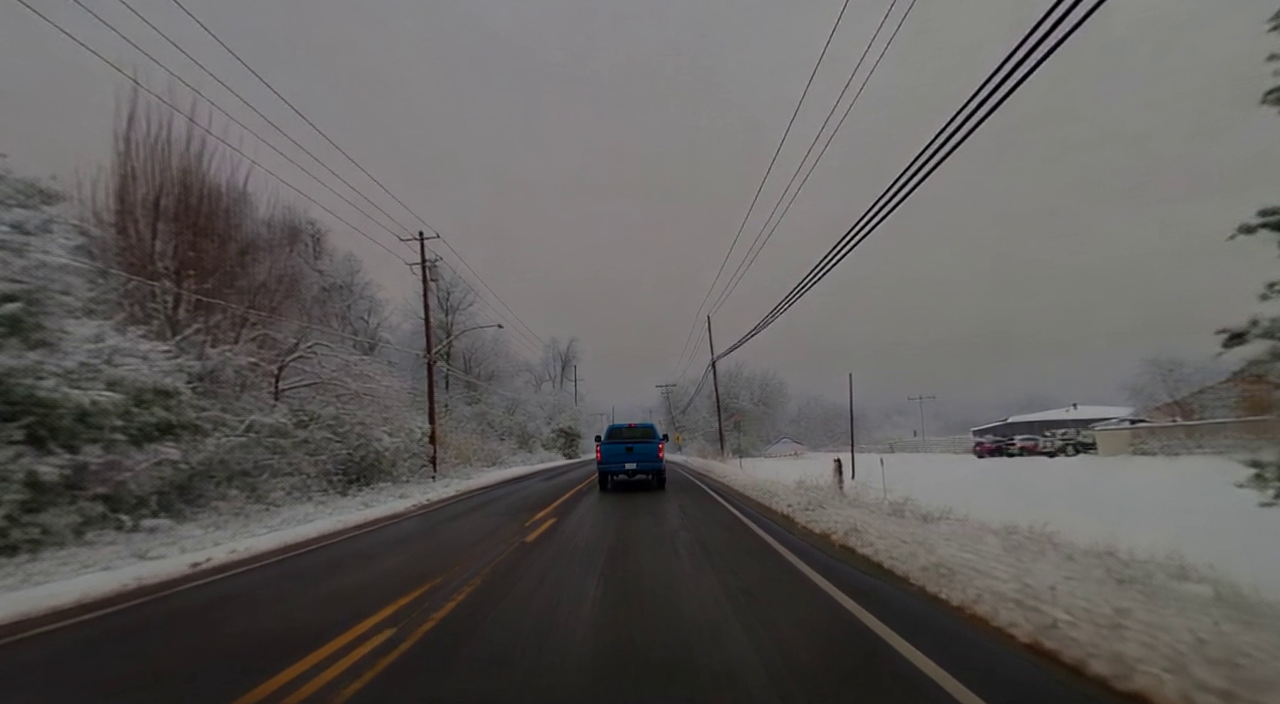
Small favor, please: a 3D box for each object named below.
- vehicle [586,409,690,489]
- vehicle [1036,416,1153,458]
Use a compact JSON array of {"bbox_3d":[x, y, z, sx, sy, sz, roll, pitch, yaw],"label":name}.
[{"bbox_3d":[-0.105,3.383,22.184,3.021,2.326,7.410,0,-9,-1],"label":"vehicle"},{"bbox_3d":[33.692,6.372,47.142,2.581,2.932,6.340,4,-9,-27],"label":"vehicle"}]
